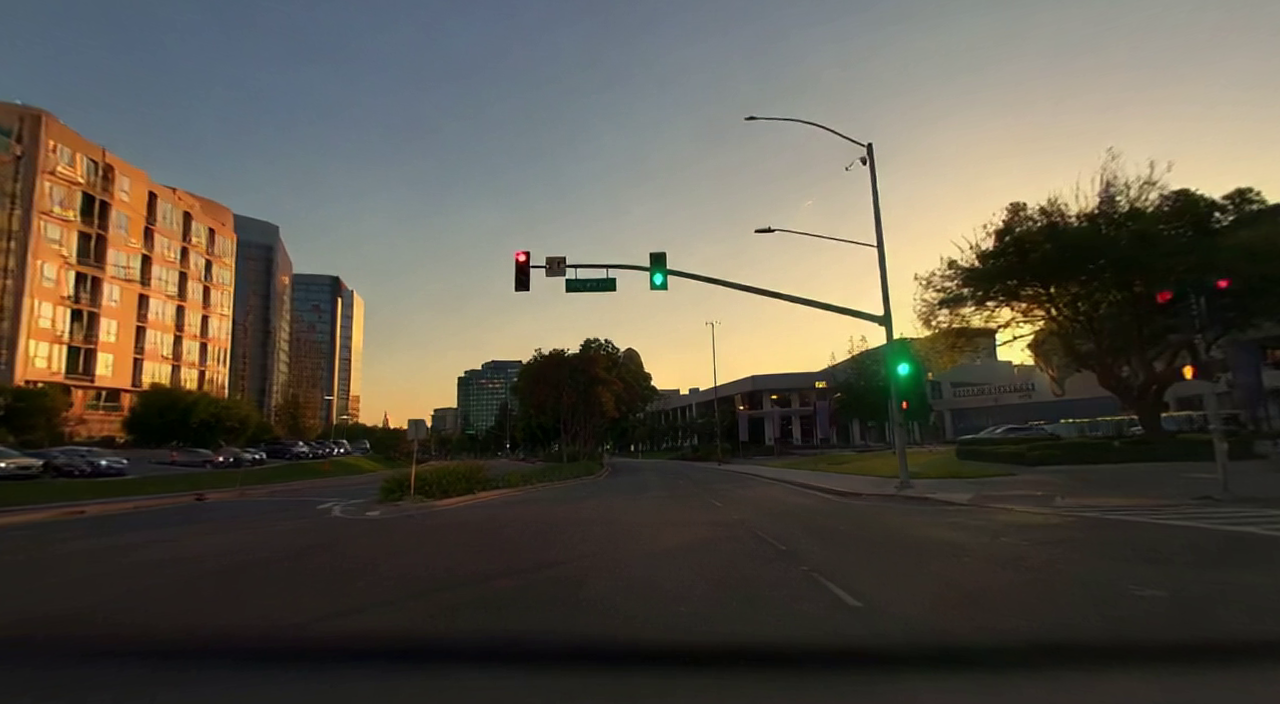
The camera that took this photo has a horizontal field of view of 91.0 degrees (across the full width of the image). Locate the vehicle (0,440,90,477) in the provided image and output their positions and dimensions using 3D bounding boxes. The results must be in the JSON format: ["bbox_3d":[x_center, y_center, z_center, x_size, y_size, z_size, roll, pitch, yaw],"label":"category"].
[{"bbox_3d":[-29.227,5.028,29.884,4.290,1.654,1.974,0,-9,-2],"label":"vehicle"}]

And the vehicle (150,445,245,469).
[{"bbox_3d":[-28.867,6.857,41.226,4.652,1.489,1.992,0,-9,-2],"label":"vehicle"}]
